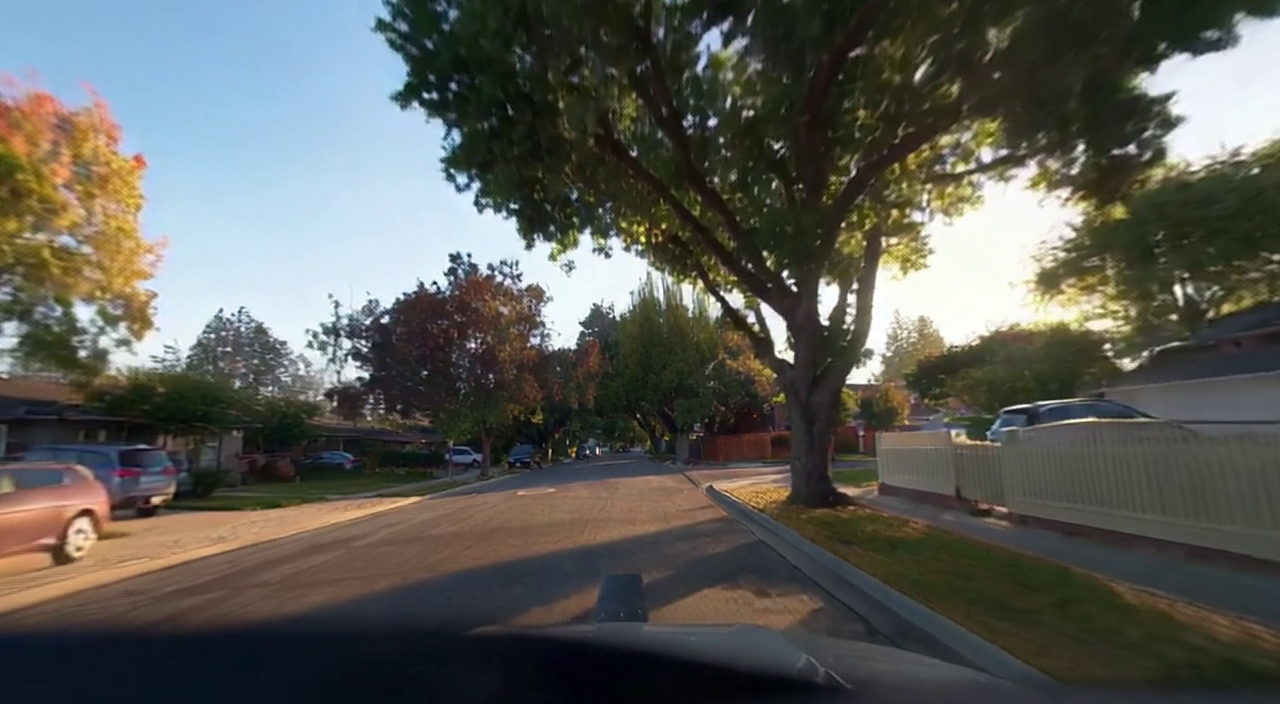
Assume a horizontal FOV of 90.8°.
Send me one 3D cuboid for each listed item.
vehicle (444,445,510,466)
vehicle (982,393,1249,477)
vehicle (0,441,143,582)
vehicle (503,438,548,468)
[{"bbox_3d":[-12.680,8.067,49.342,4.538,1.578,2.000,-1,-8,0],"label":"vehicle"},{"bbox_3d":[12.177,2.146,16.403,5.367,1.953,2.257,1,-8,-9],"label":"vehicle"},{"bbox_3d":[-8.479,1.878,7.226,2.074,1.616,4.440,-2,-9,-2],"label":"vehicle"},{"bbox_3d":[-7.852,7.039,43.774,2.091,1.912,4.598,0,-10,2],"label":"vehicle"}]
